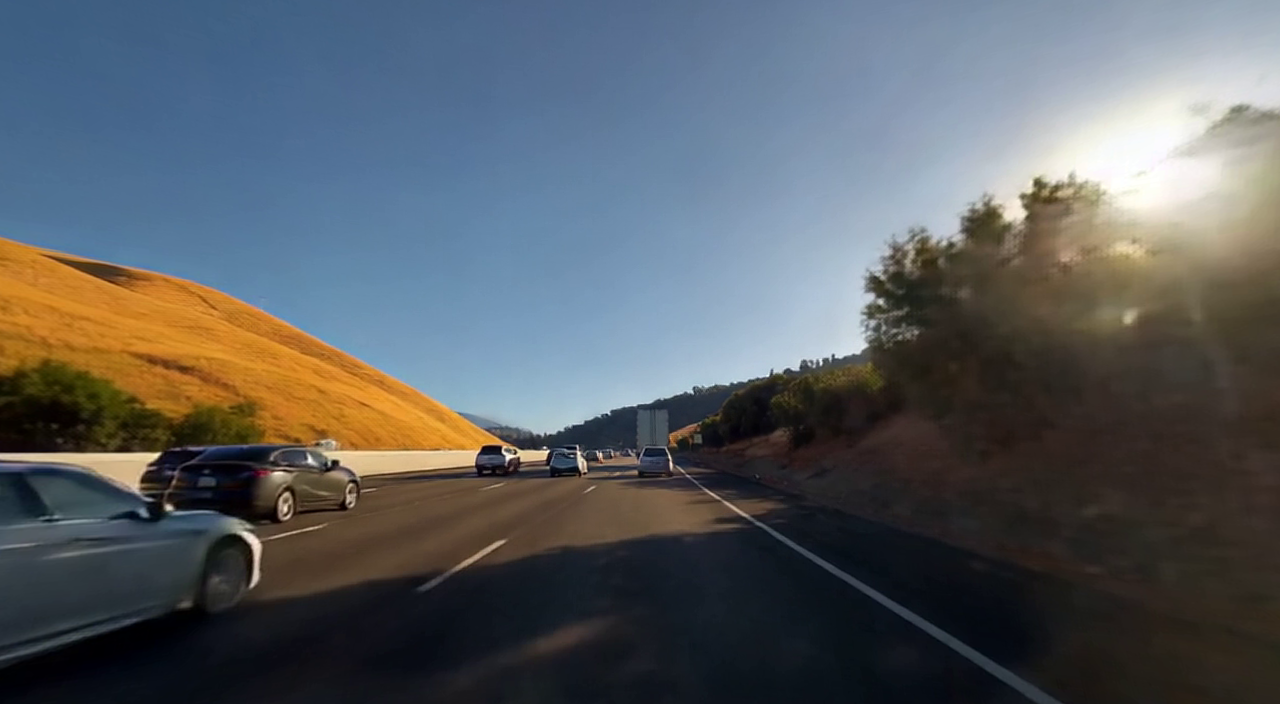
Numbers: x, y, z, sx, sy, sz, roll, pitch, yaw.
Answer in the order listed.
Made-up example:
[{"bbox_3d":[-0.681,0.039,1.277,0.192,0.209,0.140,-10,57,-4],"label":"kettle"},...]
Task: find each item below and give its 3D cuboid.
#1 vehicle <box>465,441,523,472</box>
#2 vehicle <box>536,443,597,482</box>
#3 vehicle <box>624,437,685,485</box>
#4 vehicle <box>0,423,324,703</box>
[{"bbox_3d":[-10.331,7.451,45.223,2.421,2.025,6.236,0,-9,2],"label":"vehicle"},{"bbox_3d":[-3.354,5.164,29.780,2.155,1.661,4.477,0,-9,2],"label":"vehicle"},{"bbox_3d":[0.586,4.456,26.022,2.281,1.795,4.297,1,-9,1],"label":"vehicle"},{"bbox_3d":[-3.894,1.131,3.390,1.943,1.468,4.547,1,-9,1],"label":"vehicle"}]
